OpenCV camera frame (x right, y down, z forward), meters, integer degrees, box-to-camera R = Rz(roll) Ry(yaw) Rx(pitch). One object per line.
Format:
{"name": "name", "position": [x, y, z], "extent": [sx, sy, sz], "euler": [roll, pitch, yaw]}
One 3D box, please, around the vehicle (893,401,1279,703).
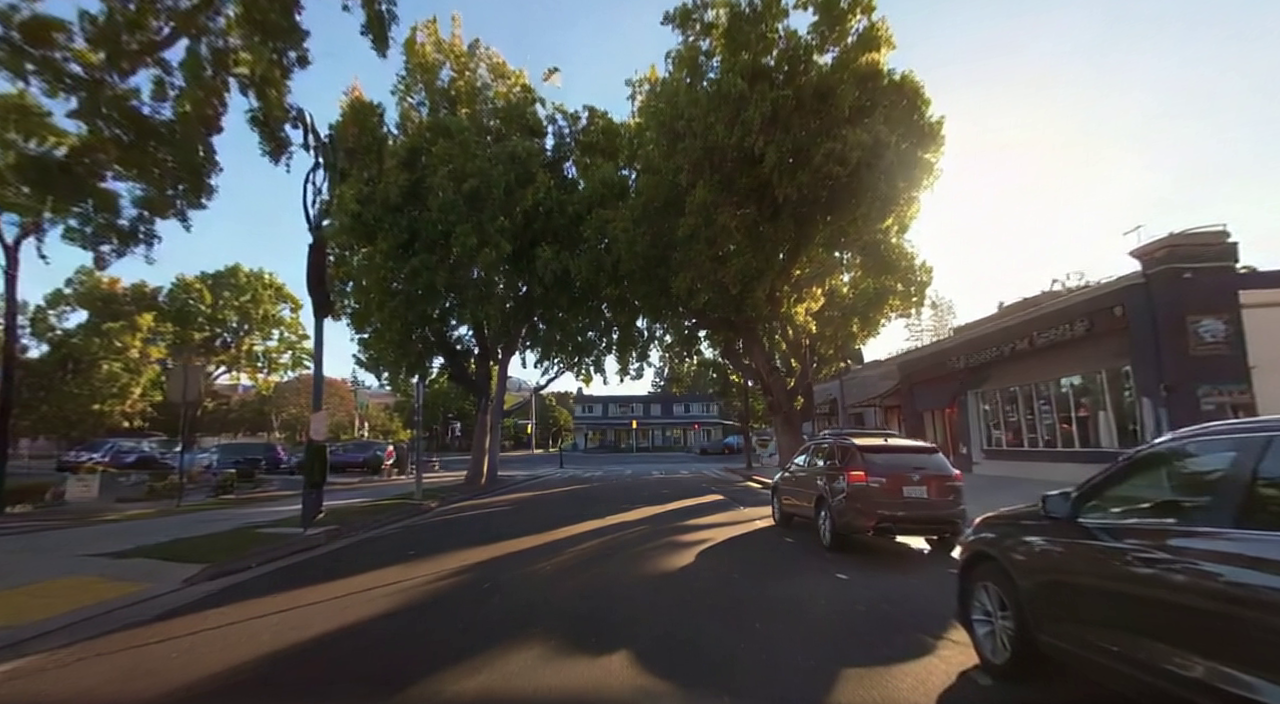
{"name": "vehicle", "position": [3.046, 1.031, 2.677], "extent": [2.064, 1.532, 4.596], "euler": [0, -9, 1]}
